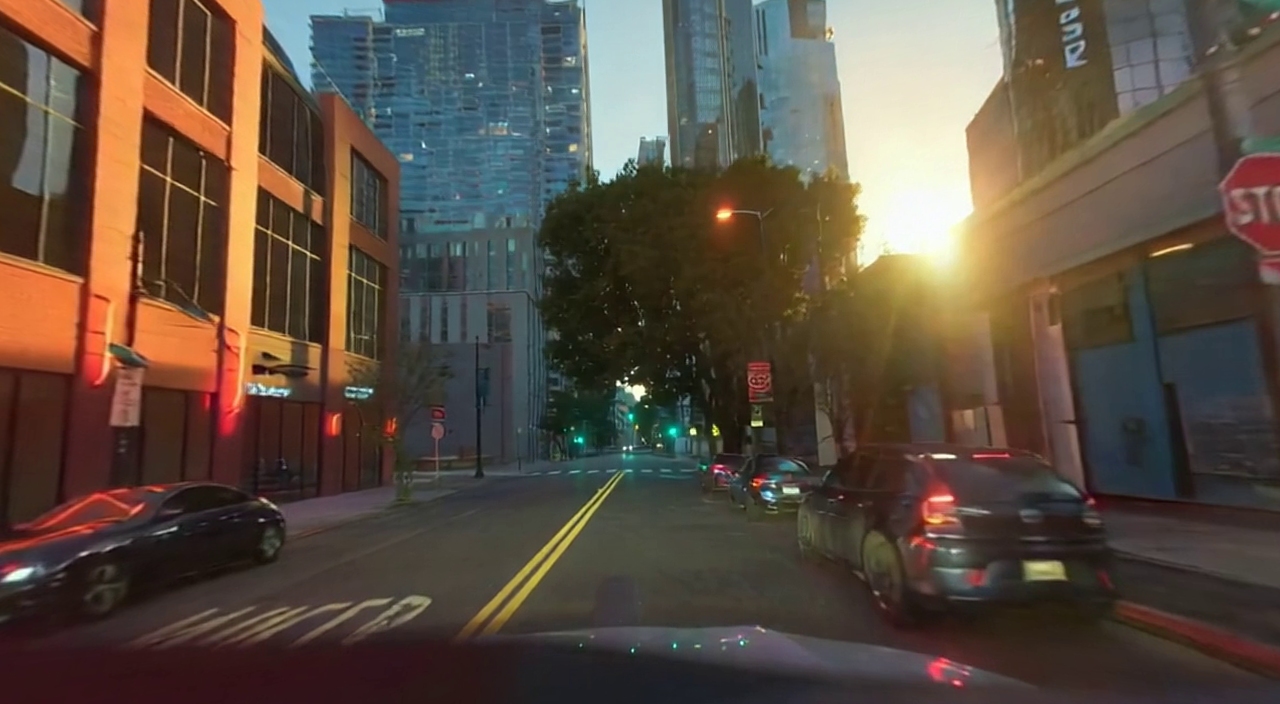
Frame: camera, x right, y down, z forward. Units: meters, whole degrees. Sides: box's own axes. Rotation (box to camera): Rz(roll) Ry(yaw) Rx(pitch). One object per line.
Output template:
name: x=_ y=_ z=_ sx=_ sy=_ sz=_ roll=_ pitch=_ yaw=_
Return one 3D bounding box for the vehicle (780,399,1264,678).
vehicle: x=2.825 y=1.474 z=6.170 sx=1.917 sy=1.680 sz=4.500 roll=0 pitch=-9 yaw=1

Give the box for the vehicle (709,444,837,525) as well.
vehicle: x=2.679 y=2.760 z=13.793 sx=1.759 sy=1.472 sz=4.304 roll=0 pitch=-9 yaw=-1

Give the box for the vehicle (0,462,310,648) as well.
vehicle: x=-5.746 y=2.064 z=7.318 sx=1.864 sy=1.447 sz=3.887 roll=0 pitch=-9 yaw=-3
